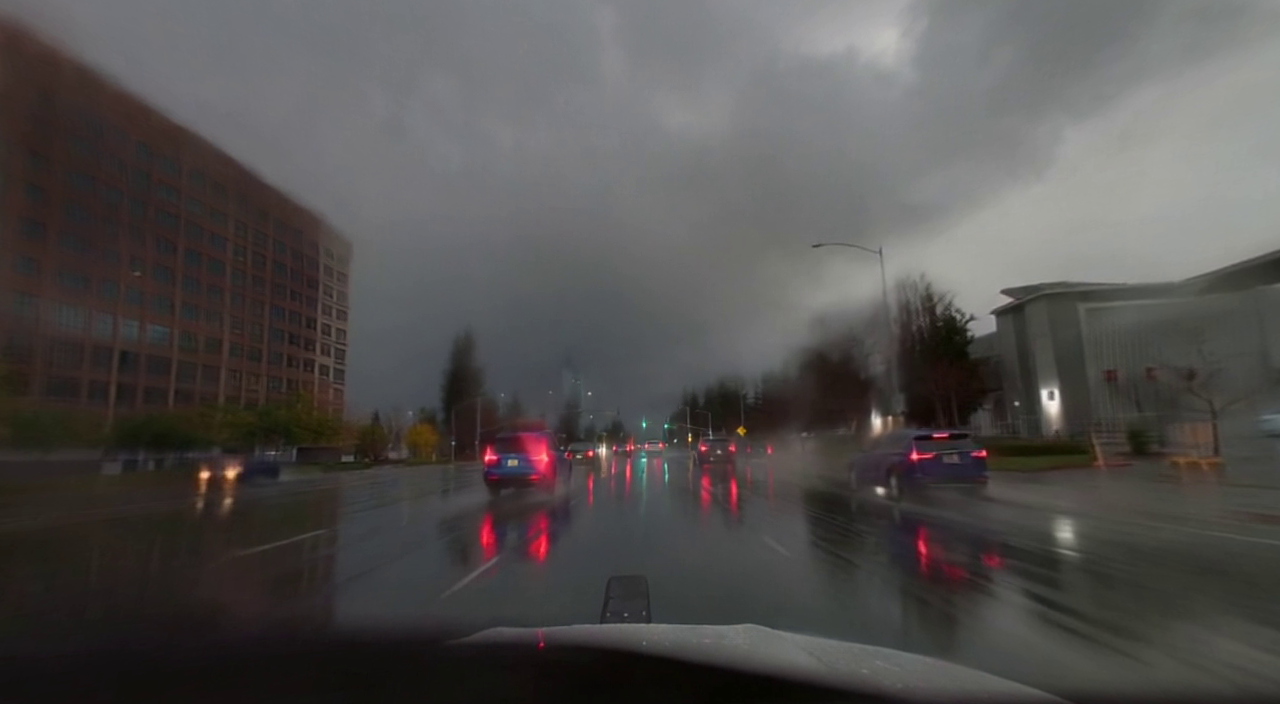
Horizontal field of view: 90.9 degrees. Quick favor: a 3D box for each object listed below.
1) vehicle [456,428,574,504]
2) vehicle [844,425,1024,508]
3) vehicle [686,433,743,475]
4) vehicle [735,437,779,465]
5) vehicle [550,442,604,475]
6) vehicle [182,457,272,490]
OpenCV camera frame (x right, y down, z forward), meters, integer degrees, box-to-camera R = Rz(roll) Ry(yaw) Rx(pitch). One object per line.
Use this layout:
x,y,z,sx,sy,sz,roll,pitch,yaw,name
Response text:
-3.092,2.957,16.700,2.141,1.719,4.379,0,-9,1,vehicle
6.707,2.671,15.086,2.088,1.666,4.512,0,-9,-1,vehicle
3.465,4.885,30.252,2.178,1.804,4.766,0,-9,0,vehicle
7.728,6.605,42.057,2.076,1.793,4.464,0,-9,0,vehicle
-2.951,5.122,30.490,2.036,1.465,4.301,-1,-9,2,vehicle
-23.147,6.787,35.583,1.983,1.494,4.832,-4,-9,-1,vehicle
